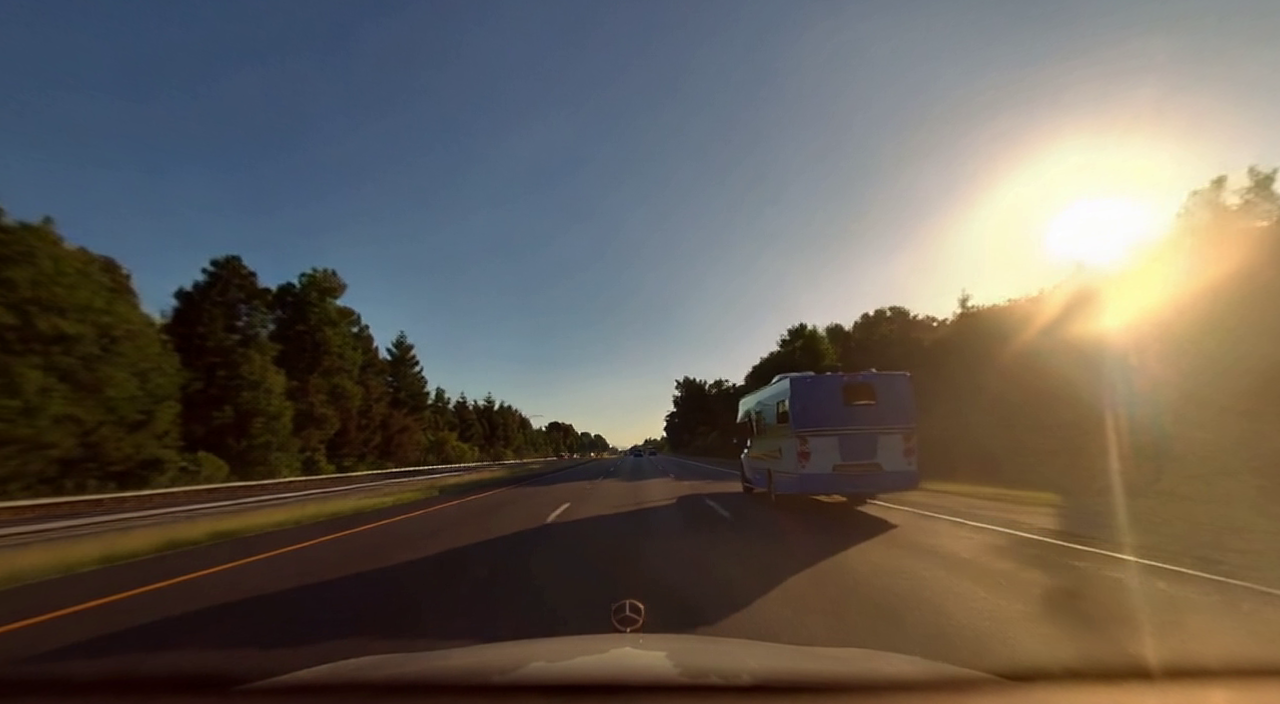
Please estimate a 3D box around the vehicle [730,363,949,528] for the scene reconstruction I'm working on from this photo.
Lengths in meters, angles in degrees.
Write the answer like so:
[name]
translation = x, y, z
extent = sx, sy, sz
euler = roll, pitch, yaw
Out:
[vehicle]
translation = 3.803, 2.047, 13.835
extent = 2.556, 2.763, 6.287
euler = 0, -9, -1
